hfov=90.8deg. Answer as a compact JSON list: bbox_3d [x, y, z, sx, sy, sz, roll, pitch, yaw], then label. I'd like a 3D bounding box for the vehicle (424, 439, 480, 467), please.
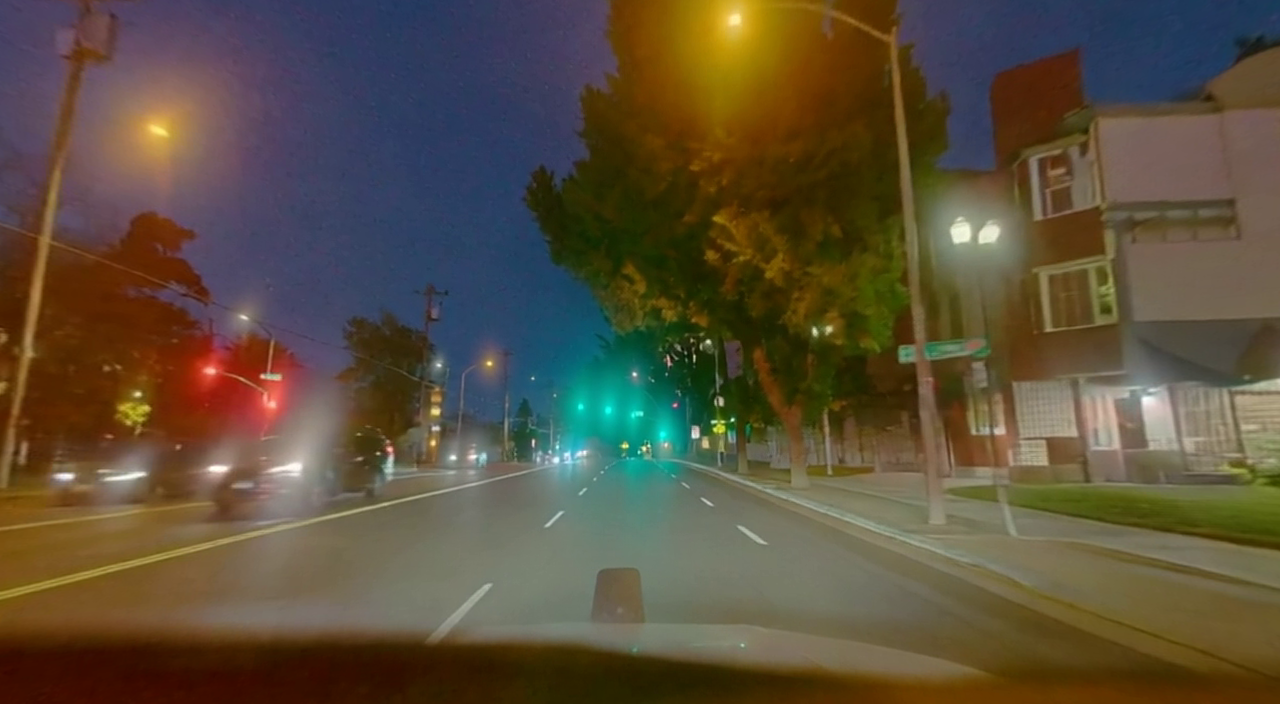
[{"bbox_3d":[-10.488,5.678,35.584,1.952,1.422,4.305,-1,-8,-1],"label":"vehicle"}]

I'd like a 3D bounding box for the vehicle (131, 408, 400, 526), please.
[{"bbox_3d":[-6.734,2.132,12.228,2.322,1.819,4.651,0,-8,0],"label":"vehicle"}]

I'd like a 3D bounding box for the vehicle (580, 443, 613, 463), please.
[{"bbox_3d":[-3.219,7.588,47.719,2.122,1.469,4.388,0,-8,0],"label":"vehicle"}]

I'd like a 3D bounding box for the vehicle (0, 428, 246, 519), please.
[{"bbox_3d":[-10.070,2.241,12.236,2.012,1.429,4.462,0,-8,0],"label":"vehicle"}]
